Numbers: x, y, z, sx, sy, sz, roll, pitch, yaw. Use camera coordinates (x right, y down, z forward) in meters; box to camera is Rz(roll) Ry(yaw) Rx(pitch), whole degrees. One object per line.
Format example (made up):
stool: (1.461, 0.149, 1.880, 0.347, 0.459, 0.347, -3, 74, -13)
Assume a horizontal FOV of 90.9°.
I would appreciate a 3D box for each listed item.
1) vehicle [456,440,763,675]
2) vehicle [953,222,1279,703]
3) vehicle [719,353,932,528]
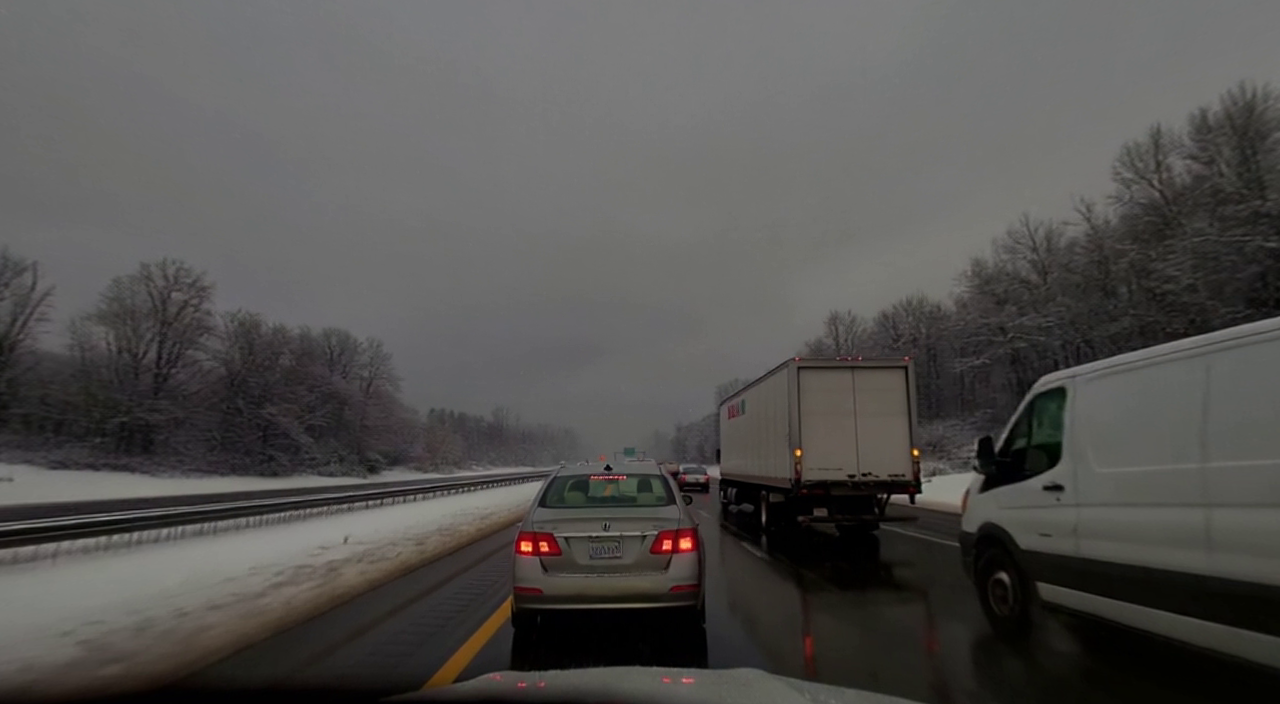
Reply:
vehicle: (-0.244, 1.665, 5.881, 1.980, 1.493, 3.410, 1, -11, -2)
vehicle: (4.190, 0.749, 3.312, 2.328, 2.537, 5.290, 1, -11, 1)
vehicle: (4.936, 3.028, 20.068, 2.936, 3.972, 11.144, 1, -11, -2)
